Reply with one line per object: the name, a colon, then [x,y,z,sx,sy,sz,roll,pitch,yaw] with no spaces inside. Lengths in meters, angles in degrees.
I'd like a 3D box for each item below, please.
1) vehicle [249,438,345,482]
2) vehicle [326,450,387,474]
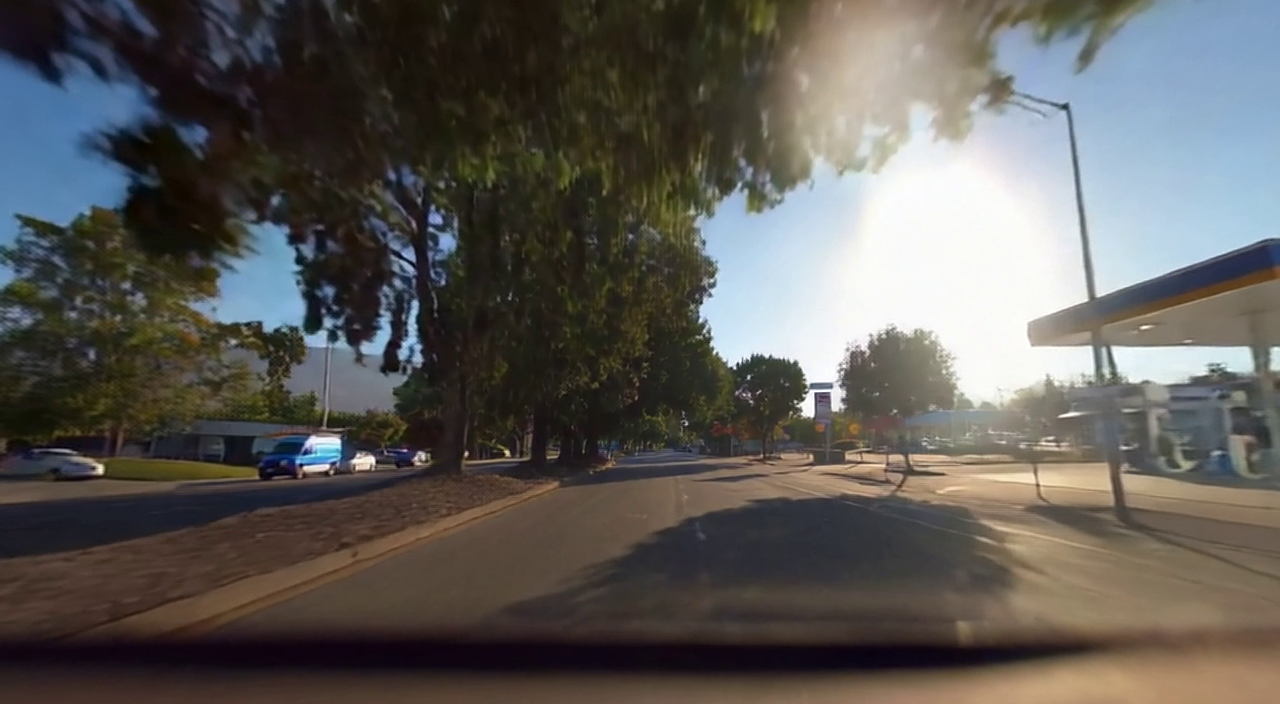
vehicle: [-18.889,5.929,35.183,2.216,2.161,5.522,-3,-8,0]
vehicle: [-18.545,7.203,41.491,1.829,1.462,4.463,0,-9,1]
